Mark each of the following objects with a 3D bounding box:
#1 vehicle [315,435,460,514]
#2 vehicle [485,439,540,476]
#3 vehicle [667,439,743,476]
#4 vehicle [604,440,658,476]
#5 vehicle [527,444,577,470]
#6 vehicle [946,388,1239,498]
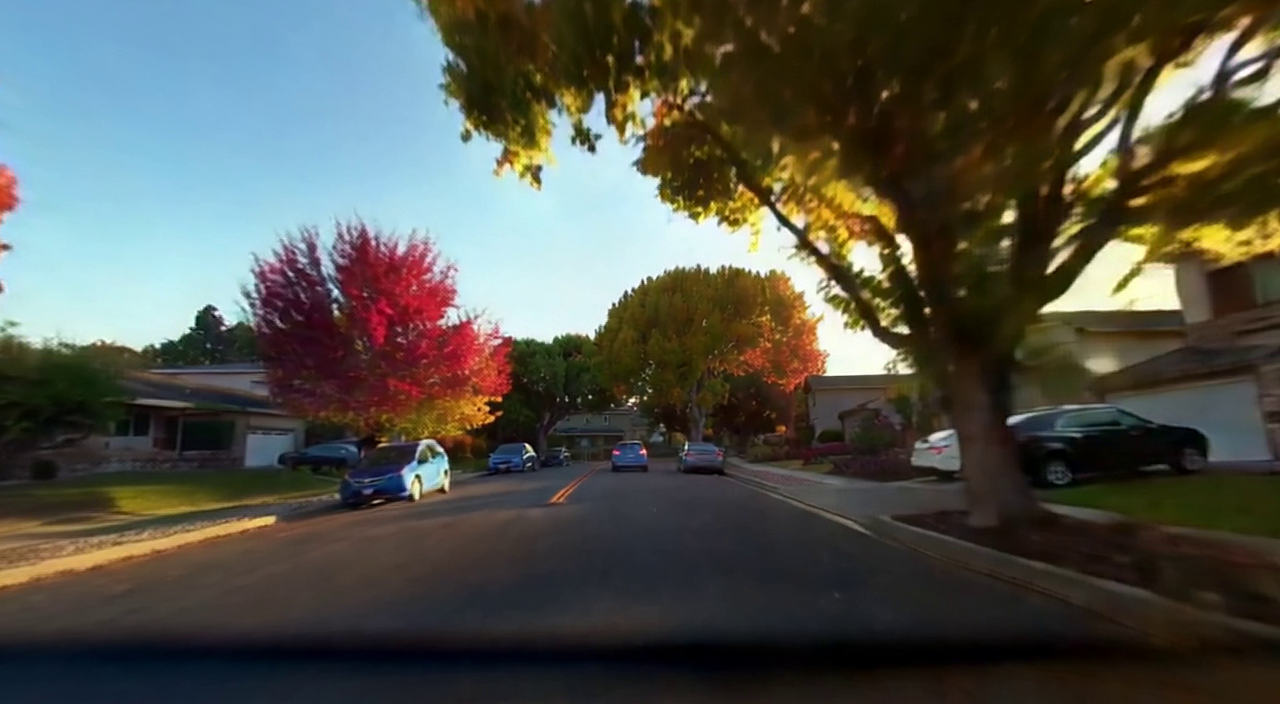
[{"bbox_3d":[-6.753,3.251,17.598,2.254,1.773,4.795,-2,-7,-2],"label":"vehicle"},{"bbox_3d":[-7.177,5.953,35.942,2.235,1.851,4.662,-2,-9,-1],"label":"vehicle"},{"bbox_3d":[2.767,4.700,28.282,2.429,1.502,4.474,1,-9,-7],"label":"vehicle"},{"bbox_3d":[-0.481,4.648,27.958,2.192,1.474,4.192,1,-9,-3],"label":"vehicle"},{"bbox_3d":[-6.659,7.998,48.451,2.641,1.747,4.738,-4,-8,6],"label":"vehicle"},{"bbox_3d":[9.673,1.973,13.817,4.813,1.914,2.041,-3,-9,-5],"label":"vehicle"}]
